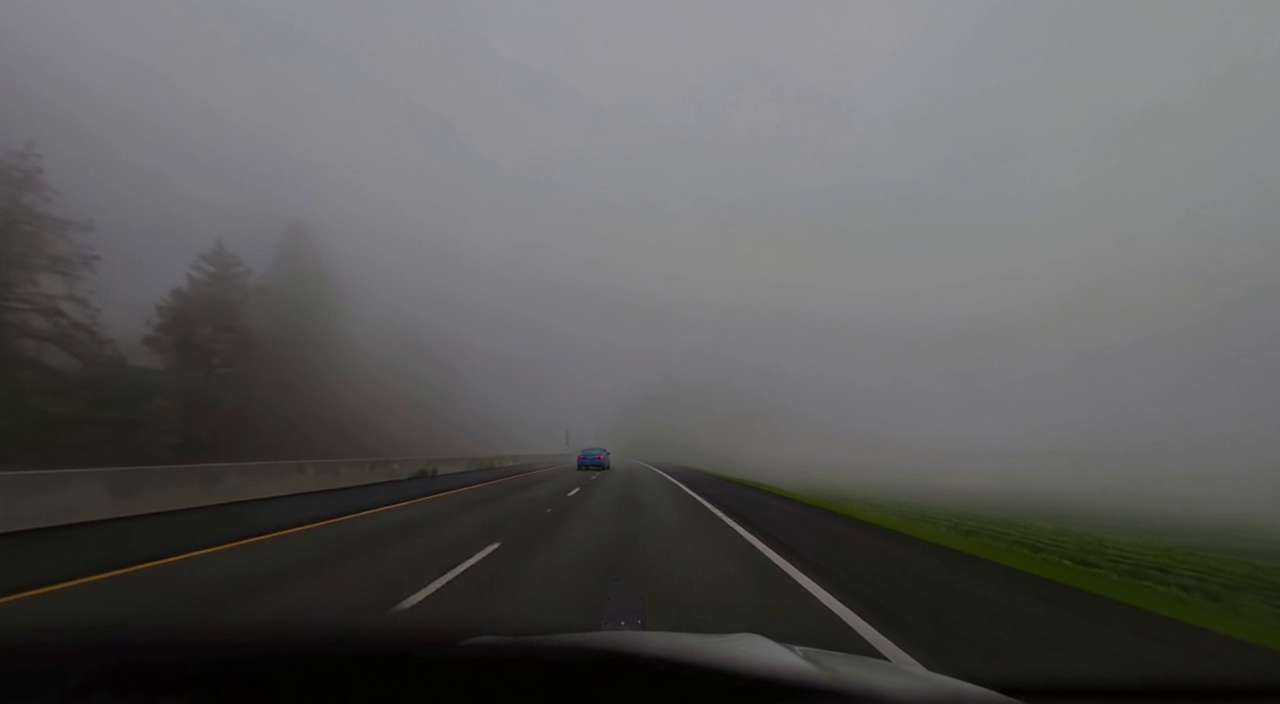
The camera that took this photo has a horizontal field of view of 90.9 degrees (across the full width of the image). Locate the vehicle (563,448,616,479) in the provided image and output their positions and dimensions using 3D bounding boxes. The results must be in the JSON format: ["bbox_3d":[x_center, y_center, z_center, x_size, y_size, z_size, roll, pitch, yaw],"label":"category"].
[{"bbox_3d":[-2.453,5.569,31.701,2.126,1.411,4.433,0,-9,2],"label":"vehicle"}]
